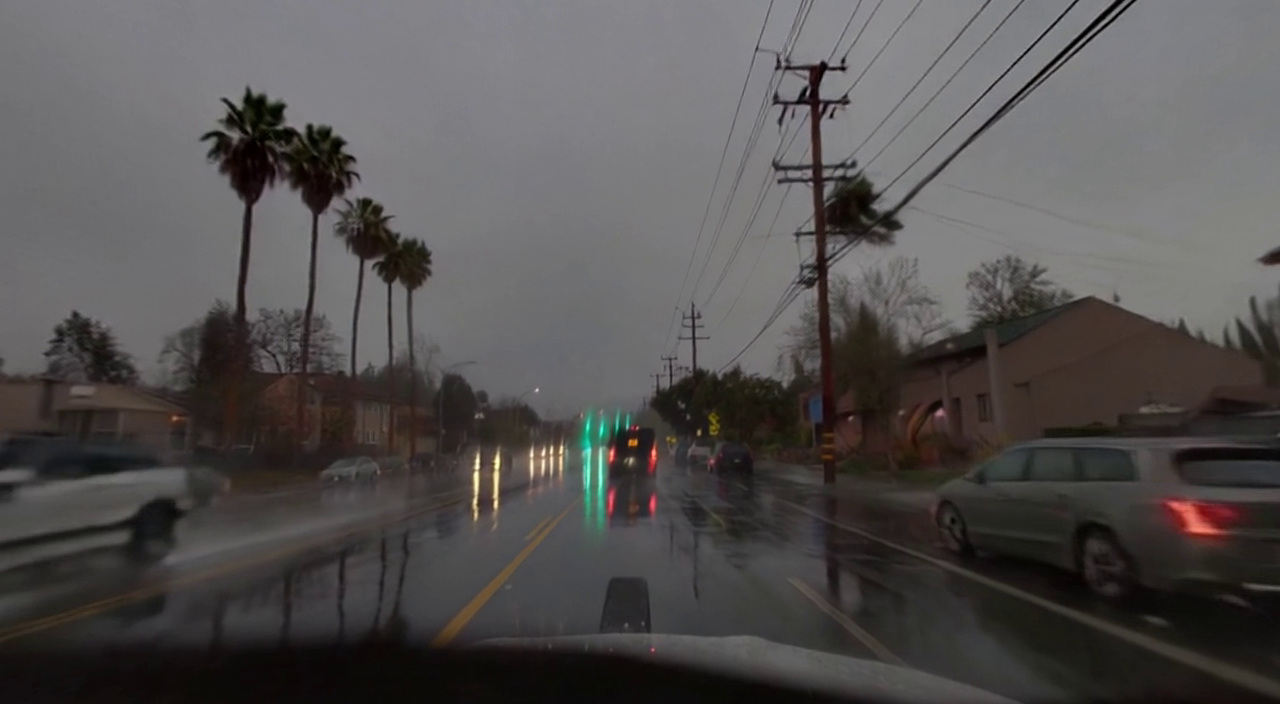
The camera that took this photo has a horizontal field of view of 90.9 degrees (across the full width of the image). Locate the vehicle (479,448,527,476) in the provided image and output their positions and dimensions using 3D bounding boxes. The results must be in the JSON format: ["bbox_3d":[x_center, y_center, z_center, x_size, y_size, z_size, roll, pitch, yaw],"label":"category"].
[{"bbox_3d":[-7.688,6.179,35.730,1.844,1.453,4.414,0,-8,-1],"label":"vehicle"}]

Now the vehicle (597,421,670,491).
[{"bbox_3d":[-0.327,3.434,21.055,2.168,2.040,4.527,0,-9,-4],"label":"vehicle"}]

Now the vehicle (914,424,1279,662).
[{"bbox_3d":[4.677,1.504,6.113,2.022,1.456,4.246,0,-8,-2],"label":"vehicle"}]

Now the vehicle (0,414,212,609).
[{"bbox_3d":[-6.765,1.532,6.264,1.993,1.737,4.353,0,-9,-1],"label":"vehicle"}]

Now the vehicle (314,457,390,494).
[{"bbox_3d":[-13.413,5.744,29.619,1.841,1.356,3.938,-5,-8,-2],"label":"vehicle"}]

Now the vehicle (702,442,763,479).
[{"bbox_3d":[4.023,4.807,28.205,1.946,1.530,4.240,0,-9,-2],"label":"vehicle"}]
